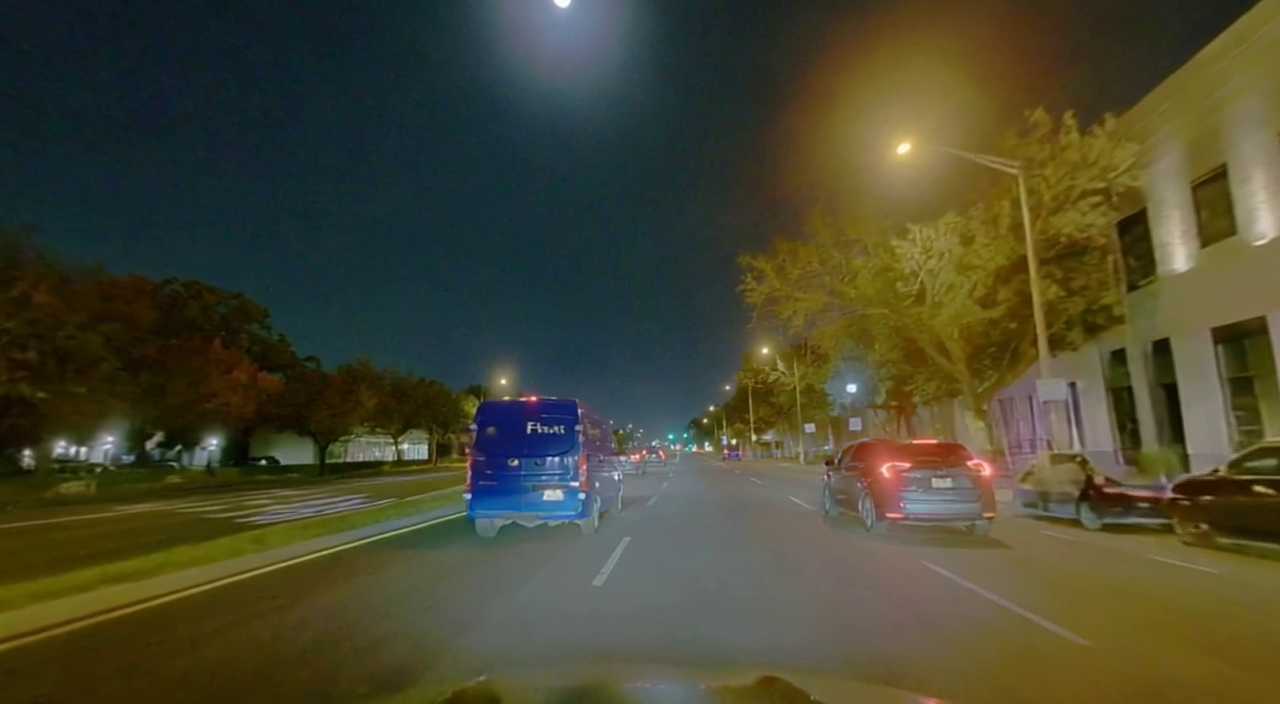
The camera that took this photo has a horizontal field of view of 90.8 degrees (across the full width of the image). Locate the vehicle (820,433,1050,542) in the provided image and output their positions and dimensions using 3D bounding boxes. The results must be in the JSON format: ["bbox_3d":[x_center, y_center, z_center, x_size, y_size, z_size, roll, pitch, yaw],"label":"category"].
[{"bbox_3d":[4.729,2.220,11.076,2.021,1.491,4.563,-1,-9,3],"label":"vehicle"}]

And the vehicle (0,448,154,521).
[{"bbox_3d":[-14.256,3.025,14.846,1.889,1.525,4.351,-1,-9,6],"label":"vehicle"}]

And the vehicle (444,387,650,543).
[{"bbox_3d":[-1.272,1.992,11.711,2.490,2.153,5.594,-1,-9,5],"label":"vehicle"}]

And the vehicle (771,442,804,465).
[{"bbox_3d":[11.474,7.910,49.386,1.962,1.741,4.289,-1,-9,5],"label":"vehicle"}]

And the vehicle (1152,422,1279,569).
[{"bbox_3d":[8.119,1.538,6.663,1.983,1.618,4.108,0,-9,1],"label":"vehicle"}]

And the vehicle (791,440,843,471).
[{"bbox_3d":[10.690,6.284,38.460,2.017,1.745,4.670,0,-9,3],"label":"vehicle"}]
